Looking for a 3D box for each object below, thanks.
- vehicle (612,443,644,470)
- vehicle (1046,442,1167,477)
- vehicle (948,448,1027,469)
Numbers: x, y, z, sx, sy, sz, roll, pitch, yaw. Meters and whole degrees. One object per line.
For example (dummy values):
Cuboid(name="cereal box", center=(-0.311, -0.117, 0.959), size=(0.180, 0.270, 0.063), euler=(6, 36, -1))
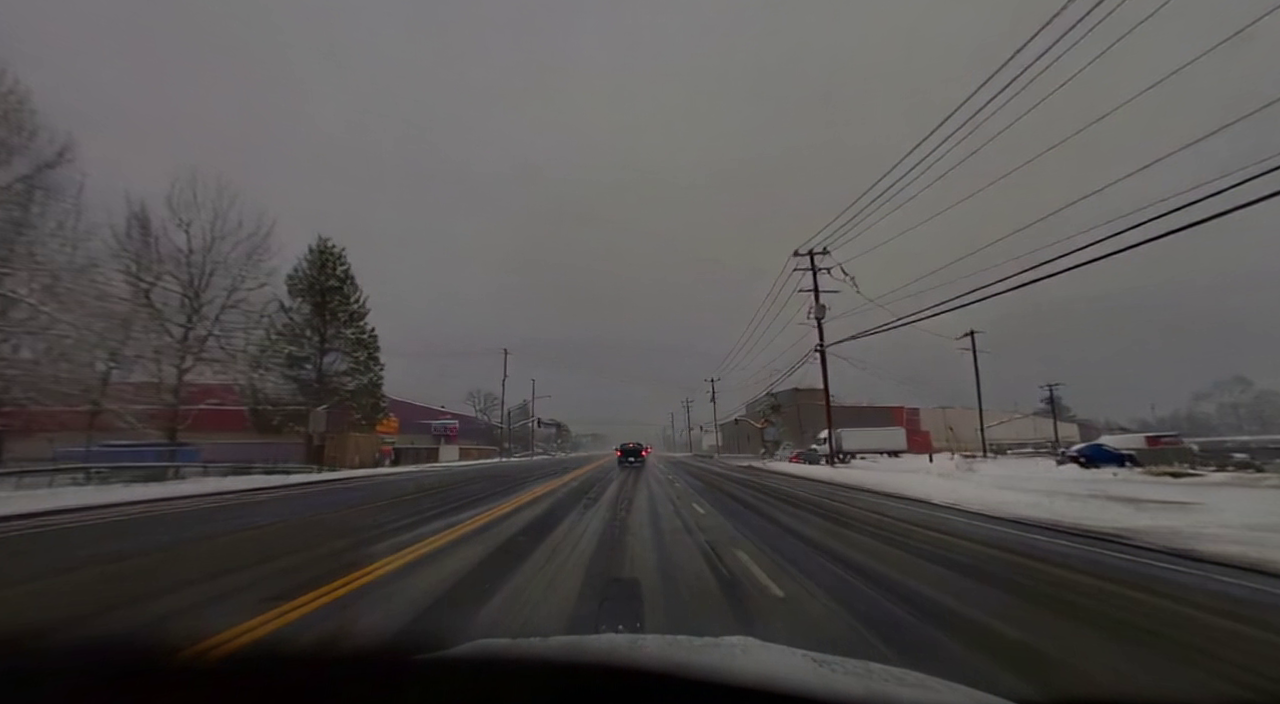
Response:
Cuboid(name="vehicle", center=(-0.760, 6.598, 40.172), size=(1.937, 1.588, 3.746), euler=(0, -8, 0))
Cuboid(name="vehicle", center=(24.846, 5.716, 33.765), size=(4.805, 1.781, 1.974), euler=(0, -8, 0))
Cuboid(name="vehicle", center=(25.771, 7.888, 46.977), size=(4.625, 1.484, 1.997), euler=(0, -8, 0))
